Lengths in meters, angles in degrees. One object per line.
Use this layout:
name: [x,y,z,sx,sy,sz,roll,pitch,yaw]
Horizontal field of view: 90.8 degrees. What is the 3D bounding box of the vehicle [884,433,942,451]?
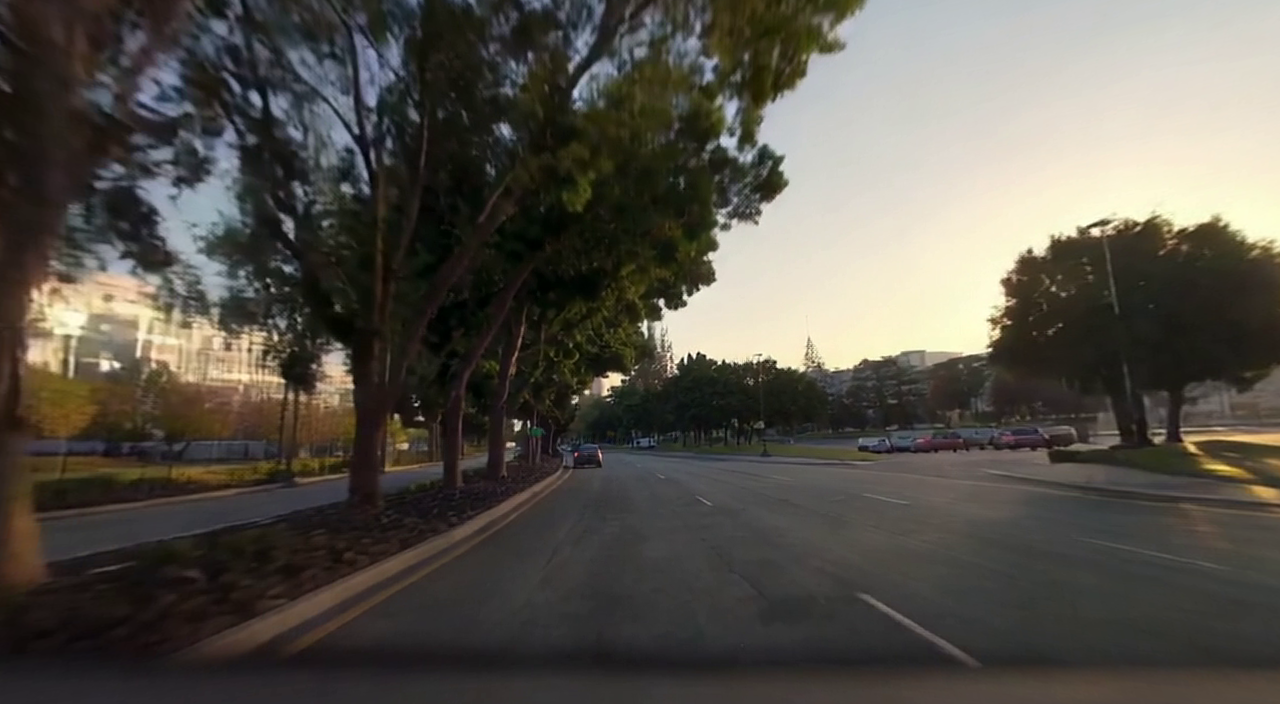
vehicle: [21.475,7.112,49.741,3.753,1.409,1.648,1,-9,-5]
